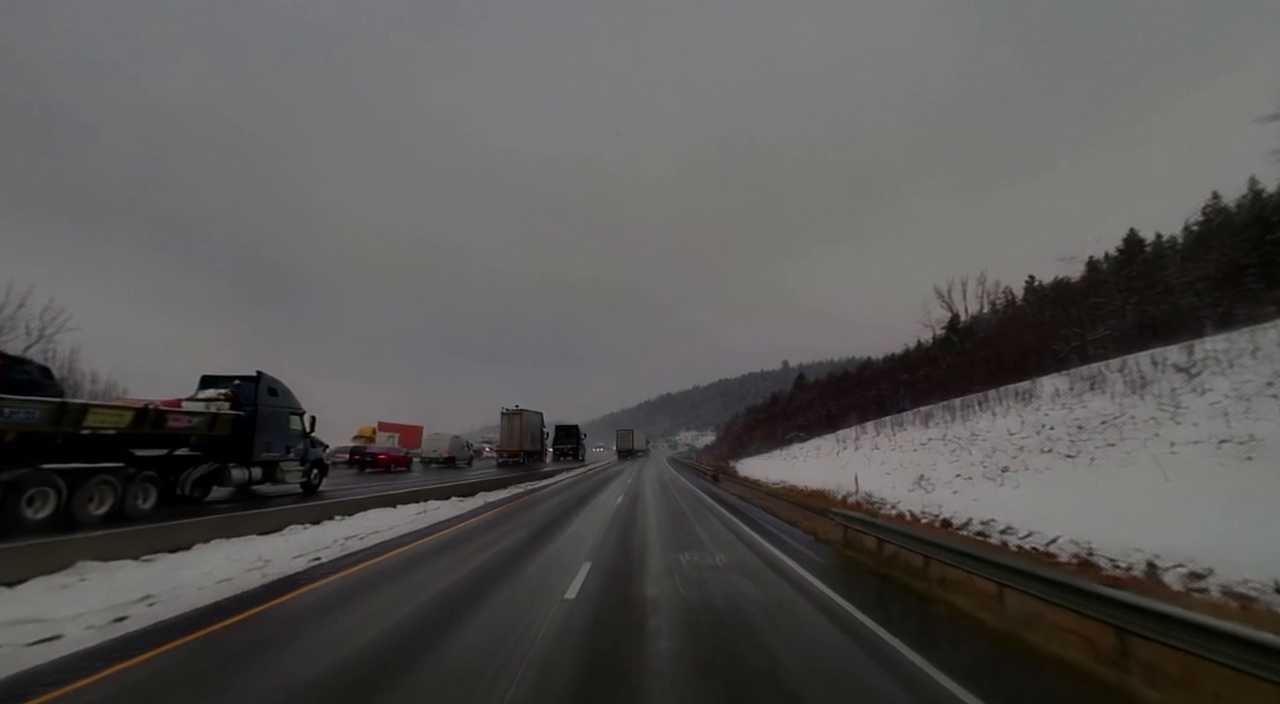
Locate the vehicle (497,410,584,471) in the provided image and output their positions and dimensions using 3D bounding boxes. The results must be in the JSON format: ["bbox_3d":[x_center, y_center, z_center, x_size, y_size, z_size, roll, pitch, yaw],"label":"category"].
[{"bbox_3d":[-7.235,6.990,49.014,2.848,4.067,14.314,-1,-9,7],"label":"vehicle"}]

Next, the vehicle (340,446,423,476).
[{"bbox_3d":[-13.795,5.858,34.017,1.925,1.493,4.864,-1,-9,7],"label":"vehicle"}]

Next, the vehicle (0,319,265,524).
[{"bbox_3d":[-12.701,1.397,12.243,2.745,3.617,11.590,-1,-9,6],"label":"vehicle"}]
